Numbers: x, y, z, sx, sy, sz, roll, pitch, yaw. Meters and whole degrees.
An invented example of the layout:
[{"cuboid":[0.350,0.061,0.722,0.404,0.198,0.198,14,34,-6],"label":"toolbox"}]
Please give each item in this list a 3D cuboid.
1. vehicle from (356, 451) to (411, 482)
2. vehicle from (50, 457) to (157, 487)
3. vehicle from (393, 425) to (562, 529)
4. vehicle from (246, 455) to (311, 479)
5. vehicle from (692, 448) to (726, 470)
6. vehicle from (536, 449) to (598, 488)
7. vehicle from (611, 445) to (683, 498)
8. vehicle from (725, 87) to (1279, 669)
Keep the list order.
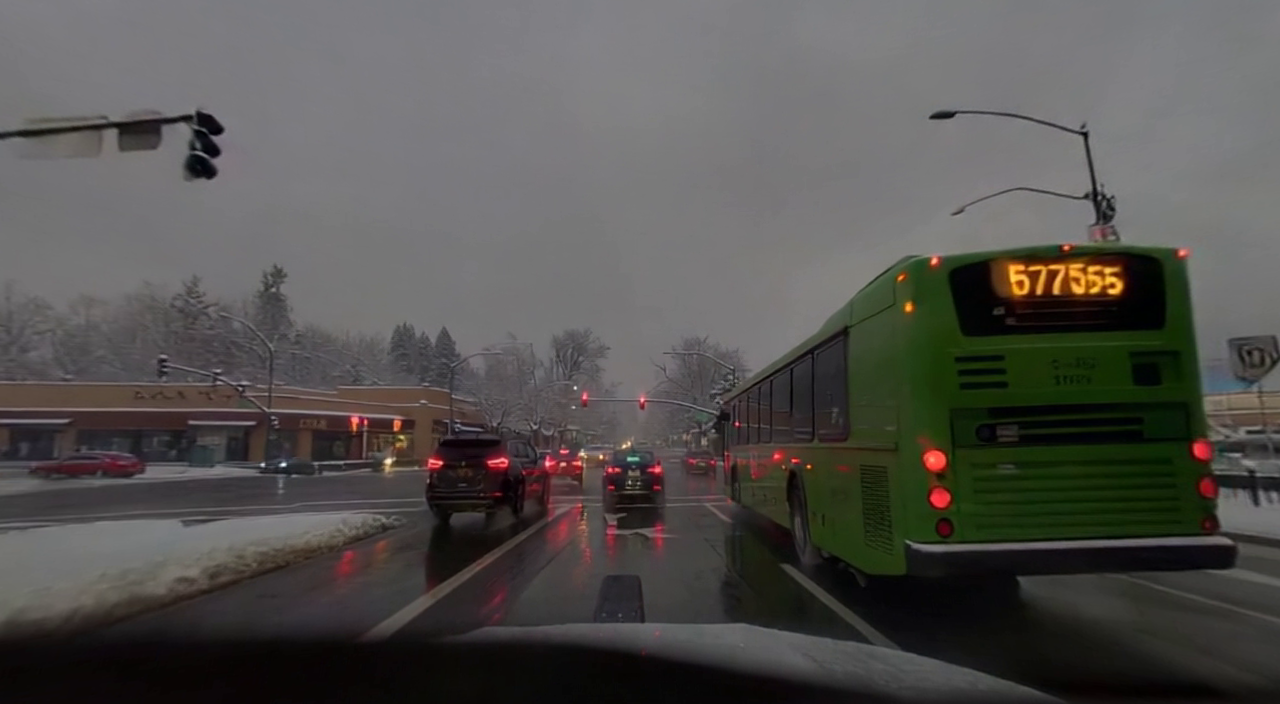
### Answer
[{"cuboid":[-15.325,6.765,37.602,2.076,1.540,4.577,3,-8,-34],"label":"vehicle"},{"cuboid":[-34.746,7.773,41.060,4.872,1.622,2.022,-1,-9,-7],"label":"vehicle"},{"cuboid":[-3.199,2.594,13.751,2.145,1.824,4.974,-1,-9,3],"label":"vehicle"},{"cuboid":[-27.007,8.527,47.182,4.679,1.679,1.899,-5,-10,27],"label":"vehicle"},{"cuboid":[4.841,7.598,44.969,1.989,1.467,4.364,0,-9,1],"label":"vehicle"},{"cuboid":[-2.865,4.688,25.786,1.919,1.415,4.178,0,-9,2],"label":"vehicle"},{"cuboid":[0.246,3.726,20.065,2.060,1.499,3.831,0,-9,2],"label":"vehicle"},{"cuboid":[3.908,1.055,11.044,3.068,4.026,13.534,0,-9,0],"label":"vehicle"}]
